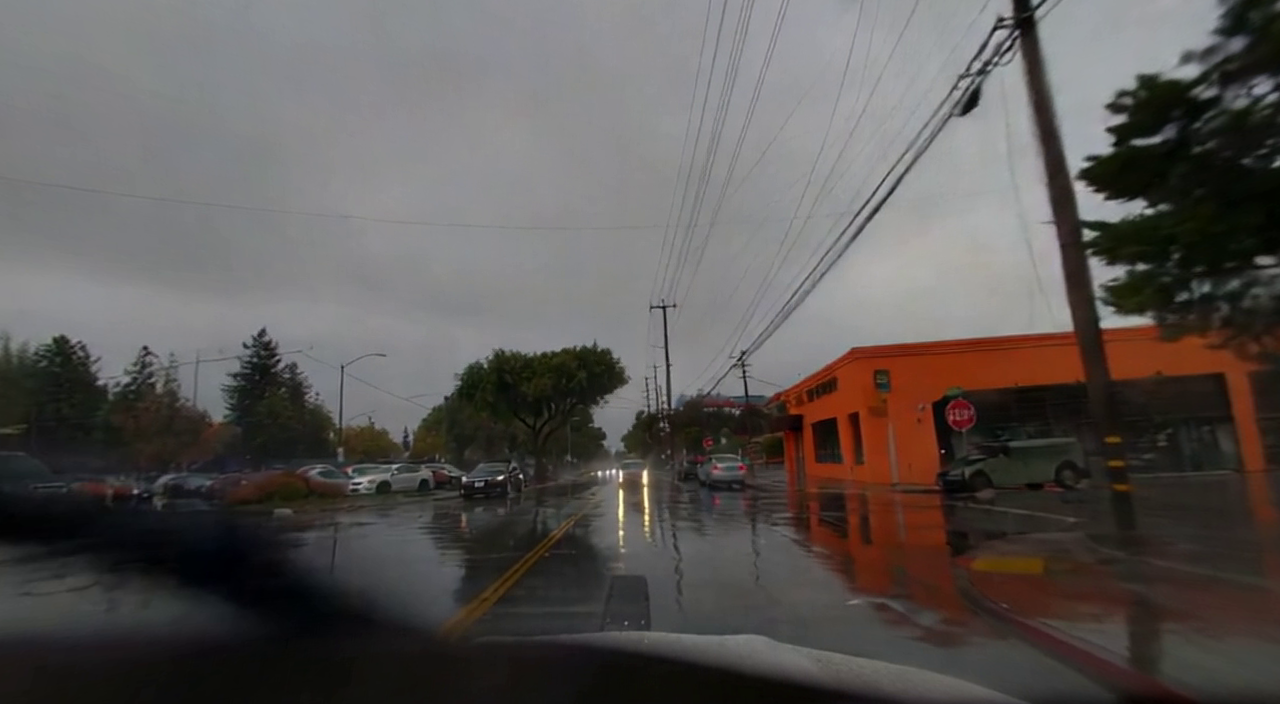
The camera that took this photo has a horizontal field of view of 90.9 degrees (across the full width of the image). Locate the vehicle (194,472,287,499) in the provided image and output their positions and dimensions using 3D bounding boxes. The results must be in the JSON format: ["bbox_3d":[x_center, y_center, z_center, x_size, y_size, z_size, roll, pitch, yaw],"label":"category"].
[{"bbox_3d":[-23.923,8.016,37.873,4.276,1.452,1.803,1,-9,-4],"label":"vehicle"}]

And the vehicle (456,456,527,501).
[{"bbox_3d":[-6.496,5.571,28.226,2.146,1.775,5.117,0,-9,-2],"label":"vehicle"}]

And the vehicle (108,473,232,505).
[{"bbox_3d":[-23.938,6.992,32.263,4.660,1.488,1.930,0,-9,-3],"label":"vehicle"}]

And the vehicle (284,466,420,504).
[{"bbox_3d":[-12.433,5.762,27.482,4.968,1.493,1.961,1,-9,-4],"label":"vehicle"}]

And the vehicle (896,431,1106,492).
[{"bbox_3d":[10.863,3.307,19.191,5.255,1.688,1.994,1,-9,-6],"label":"vehicle"}]

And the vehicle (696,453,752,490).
[{"bbox_3d":[3.593,5.187,27.660,1.840,1.452,4.517,0,-9,0],"label":"vehicle"}]

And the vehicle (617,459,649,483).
[{"bbox_3d":[-0.534,8.160,43.495,2.033,1.464,4.645,0,-9,-3],"label":"vehicle"}]

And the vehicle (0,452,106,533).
[{"bbox_3d":[-14.068,3.192,14.876,2.010,1.630,4.139,8,-12,-40],"label":"vehicle"}]
